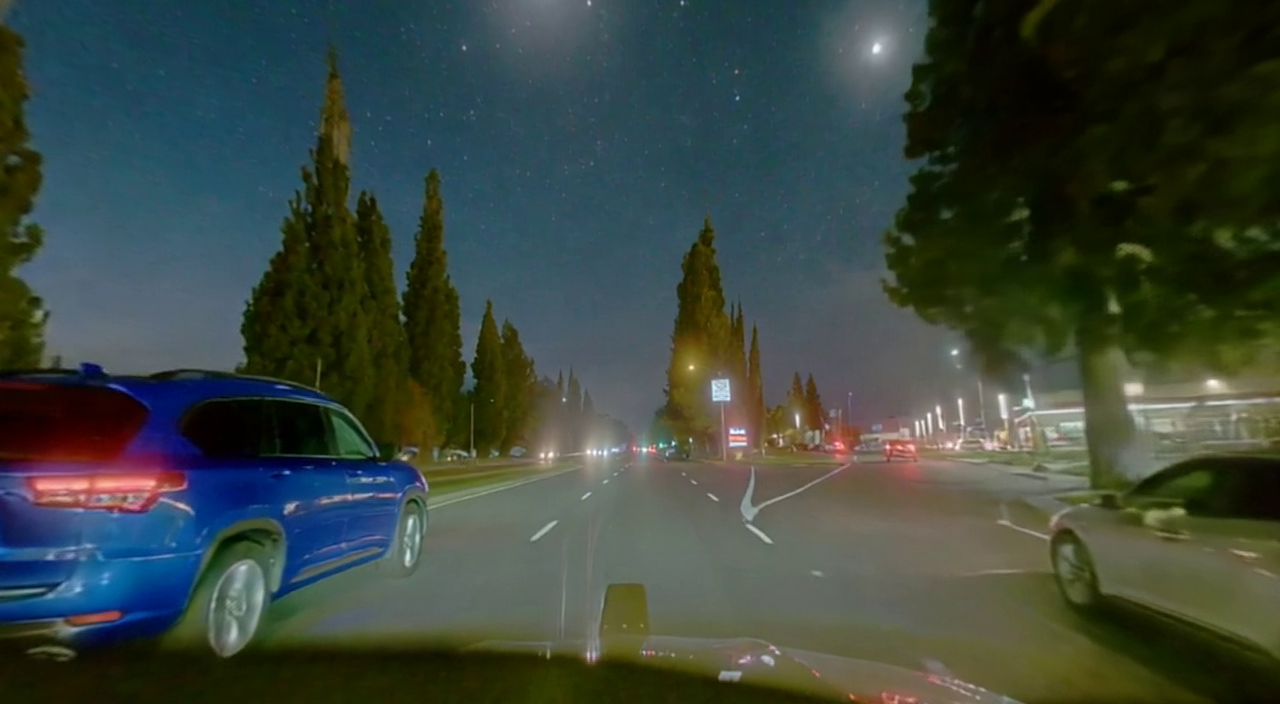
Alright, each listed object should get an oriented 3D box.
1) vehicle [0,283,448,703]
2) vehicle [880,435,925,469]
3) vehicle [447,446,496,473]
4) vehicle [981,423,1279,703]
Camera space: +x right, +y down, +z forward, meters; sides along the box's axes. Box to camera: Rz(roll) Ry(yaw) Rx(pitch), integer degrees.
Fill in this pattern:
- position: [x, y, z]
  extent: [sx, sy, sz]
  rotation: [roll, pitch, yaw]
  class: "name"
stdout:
- position: [-3.300, 1.006, 4.926]
  extent: [2.152, 1.987, 4.527]
  rotation: [0, -8, 0]
  class: "vehicle"
- position: [15.121, 5.771, 36.508]
  extent: [2.180, 1.808, 4.462]
  rotation: [-3, -9, 20]
  class: "vehicle"
- position: [-10.179, 6.498, 38.389]
  extent: [1.846, 1.499, 4.101]
  rotation: [0, -8, 0]
  class: "vehicle"
- position: [4.072, 1.167, 3.627]
  extent: [1.978, 1.455, 4.582]
  rotation: [-1, -8, 5]
  class: "vehicle"
